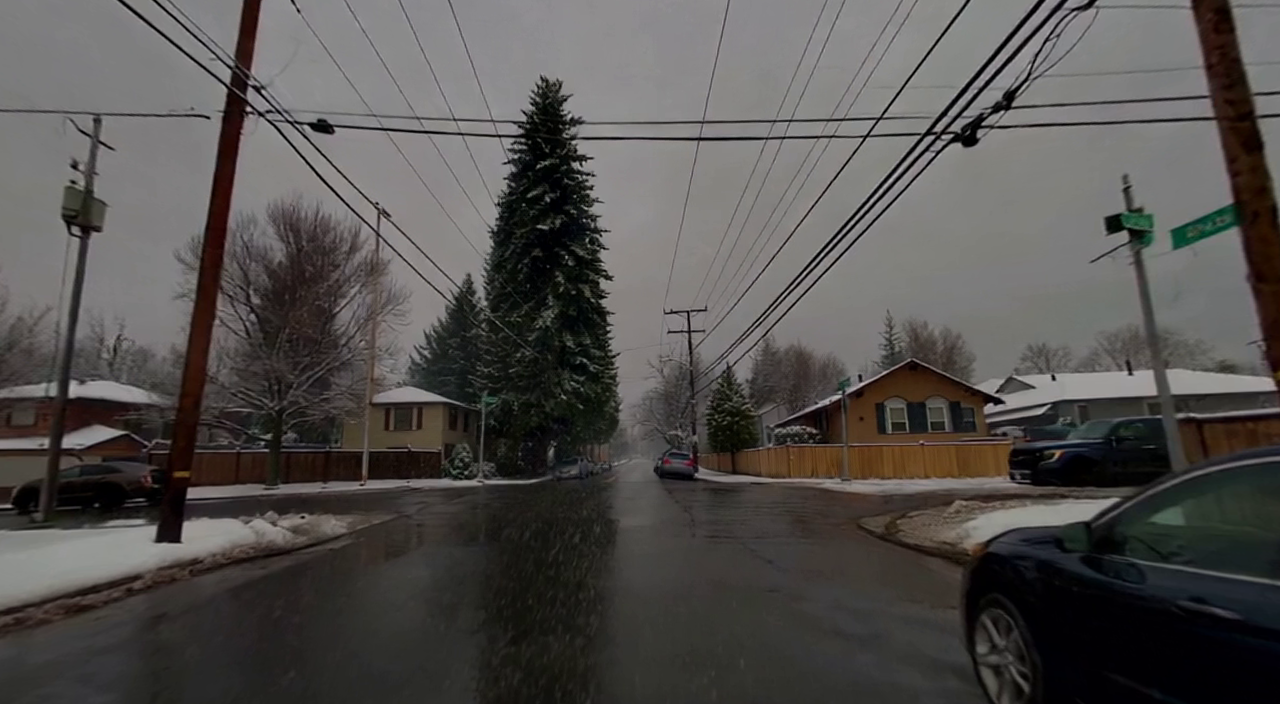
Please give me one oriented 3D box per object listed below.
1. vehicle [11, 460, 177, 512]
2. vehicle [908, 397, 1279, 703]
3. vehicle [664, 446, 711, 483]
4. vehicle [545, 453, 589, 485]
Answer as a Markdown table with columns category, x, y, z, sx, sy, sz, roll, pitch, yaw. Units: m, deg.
| category | x | y | z | sx | sy | sz | roll | pitch | yaw |
| --- | --- | --- | --- | --- | --- | --- | --- | --- | --- |
| vehicle | -19.229 | 4.699 | 22.413 | 3.977 | 1.665 | 1.976 | 0 | -8 | 0 |
| vehicle | 2.650 | 0.782 | 1.144 | 2.038 | 1.463 | 4.905 | 0 | -8 | -2 |
| vehicle | 2.543 | 6.195 | 35.078 | 2.051 | 1.874 | 4.459 | 0 | -8 | -3 |
| vehicle | -4.385 | 7.087 | 38.645 | 2.189 | 1.771 | 4.571 | 0 | -8 | -1 |
